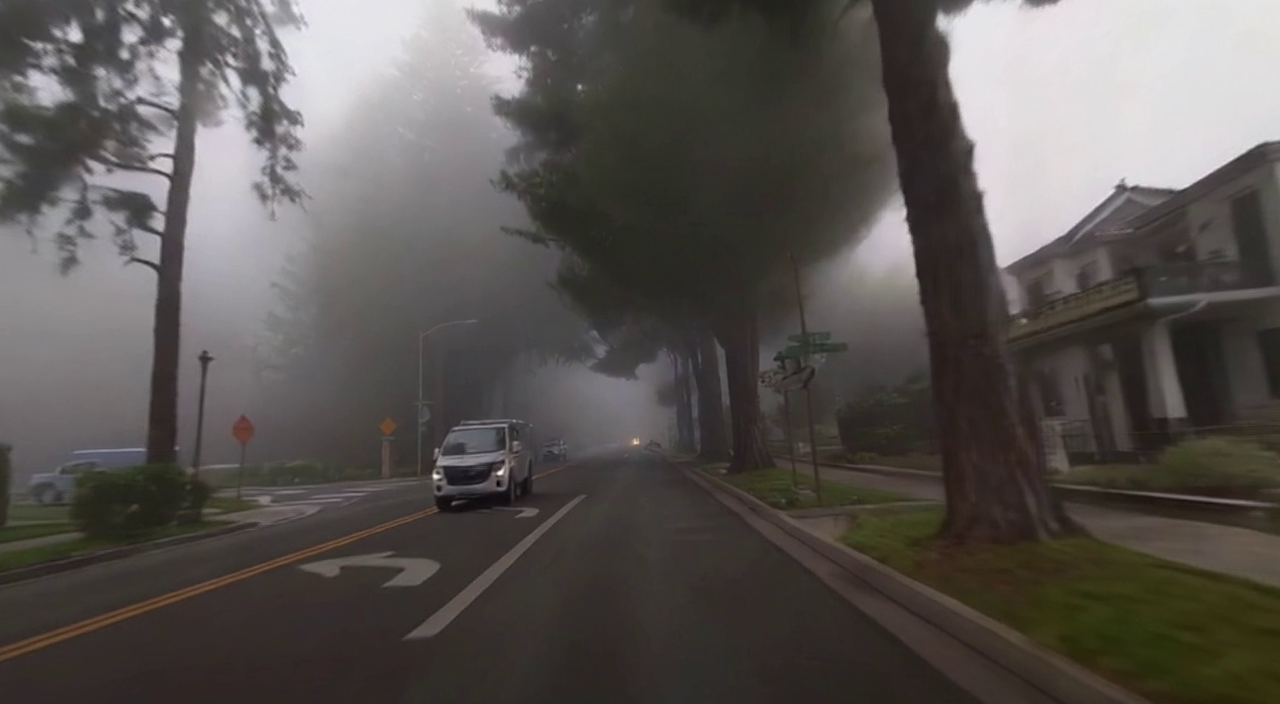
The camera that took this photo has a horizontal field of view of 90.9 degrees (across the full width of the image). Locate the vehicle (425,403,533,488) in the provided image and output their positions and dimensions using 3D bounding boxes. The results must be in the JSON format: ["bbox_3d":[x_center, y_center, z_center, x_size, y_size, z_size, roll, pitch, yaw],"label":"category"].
[{"bbox_3d":[-5.808,3.504,23.730,2.303,2.760,5.868,0,-8,2],"label":"vehicle"}]
